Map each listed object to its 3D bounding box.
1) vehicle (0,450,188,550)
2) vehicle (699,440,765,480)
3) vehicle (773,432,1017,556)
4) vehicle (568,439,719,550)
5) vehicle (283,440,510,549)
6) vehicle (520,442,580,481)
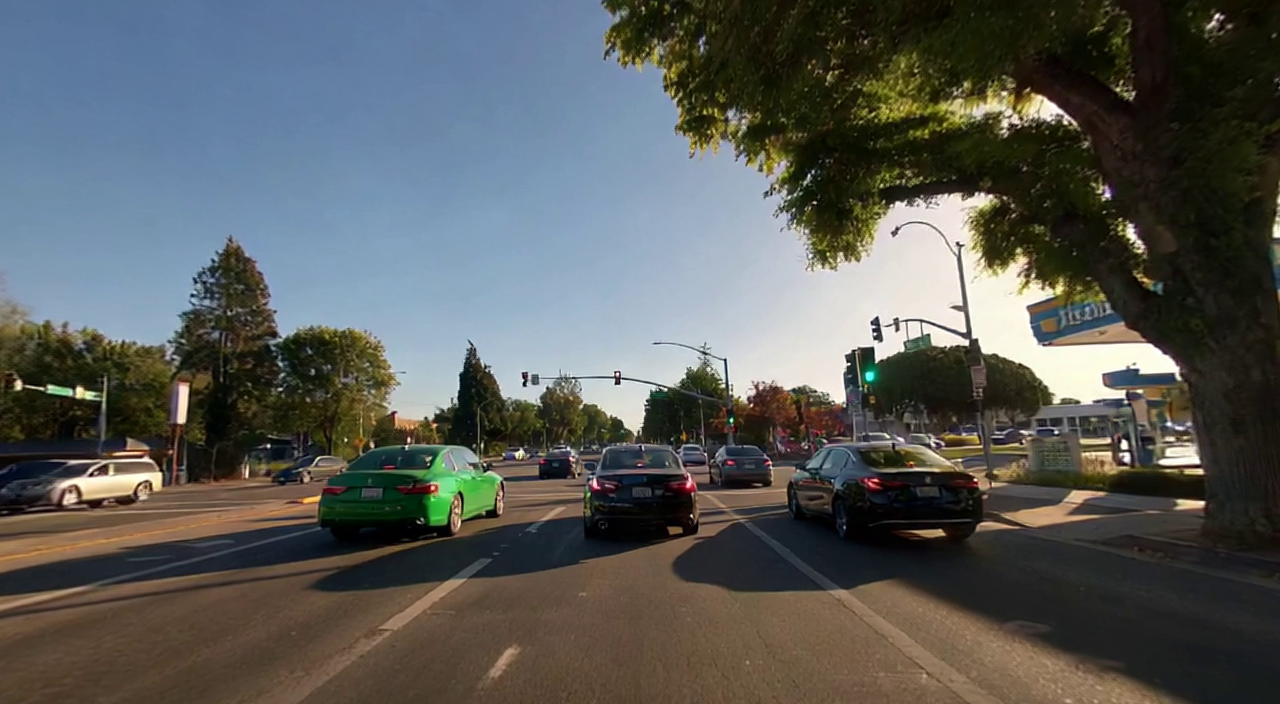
[{"bbox_3d":[-10.543,2.460,10.968,1.964,1.460,4.428,0,-8,1],"label":"vehicle"},{"bbox_3d":[3.670,4.387,25.932,1.942,1.482,4.623,0,-8,-1],"label":"vehicle"},{"bbox_3d":[3.589,2.068,9.999,1.920,1.479,4.548,0,-8,-1],"label":"vehicle"},{"bbox_3d":[-0.005,2.174,10.337,1.994,1.433,3.894,0,-8,-2],"label":"vehicle"},{"bbox_3d":[-3.739,2.249,10.746,1.995,1.436,4.500,0,-8,1],"label":"vehicle"},{"bbox_3d":[-3.790,4.694,27.323,1.896,1.501,4.390,0,-8,1],"label":"vehicle"}]
